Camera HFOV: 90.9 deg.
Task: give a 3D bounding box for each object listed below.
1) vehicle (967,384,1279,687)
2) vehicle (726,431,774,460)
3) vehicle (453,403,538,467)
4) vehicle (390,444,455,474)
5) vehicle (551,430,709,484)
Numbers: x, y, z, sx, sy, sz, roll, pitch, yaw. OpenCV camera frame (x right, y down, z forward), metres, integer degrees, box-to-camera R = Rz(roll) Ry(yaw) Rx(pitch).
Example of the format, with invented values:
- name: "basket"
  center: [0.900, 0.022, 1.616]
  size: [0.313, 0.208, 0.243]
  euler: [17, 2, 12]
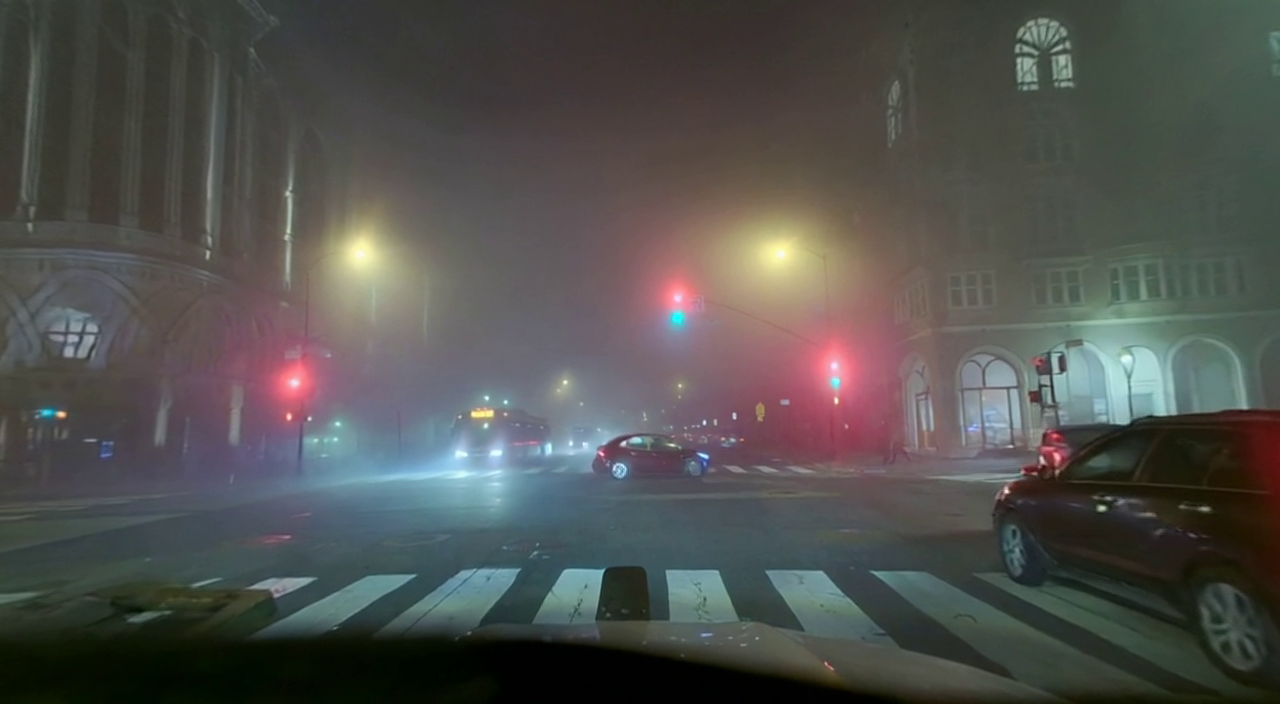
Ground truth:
- name: "vehicle"
  center: [4.447, 1.189, 5.110]
  size: [2.006, 1.495, 4.271]
  euler: [-2, -8, 11]
- name: "vehicle"
  center: [6.273, 5.386, 36.382]
  size: [1.926, 1.574, 3.961]
  euler: [0, -8, -2]
- name: "vehicle"
  center: [-8.674, 5.245, 39.369]
  size: [2.916, 3.427, 10.189]
  euler: [0, -8, 0]
- name: "vehicle"
  center: [-11.919, 5.845, 34.811]
  size: [1.998, 1.505, 4.405]
  euler: [0, -8, 0]
- name: "vehicle"
  center: [-0.480, 3.291, 20.125]
  size: [2.050, 1.465, 5.388]
  euler: [7, -11, -40]
